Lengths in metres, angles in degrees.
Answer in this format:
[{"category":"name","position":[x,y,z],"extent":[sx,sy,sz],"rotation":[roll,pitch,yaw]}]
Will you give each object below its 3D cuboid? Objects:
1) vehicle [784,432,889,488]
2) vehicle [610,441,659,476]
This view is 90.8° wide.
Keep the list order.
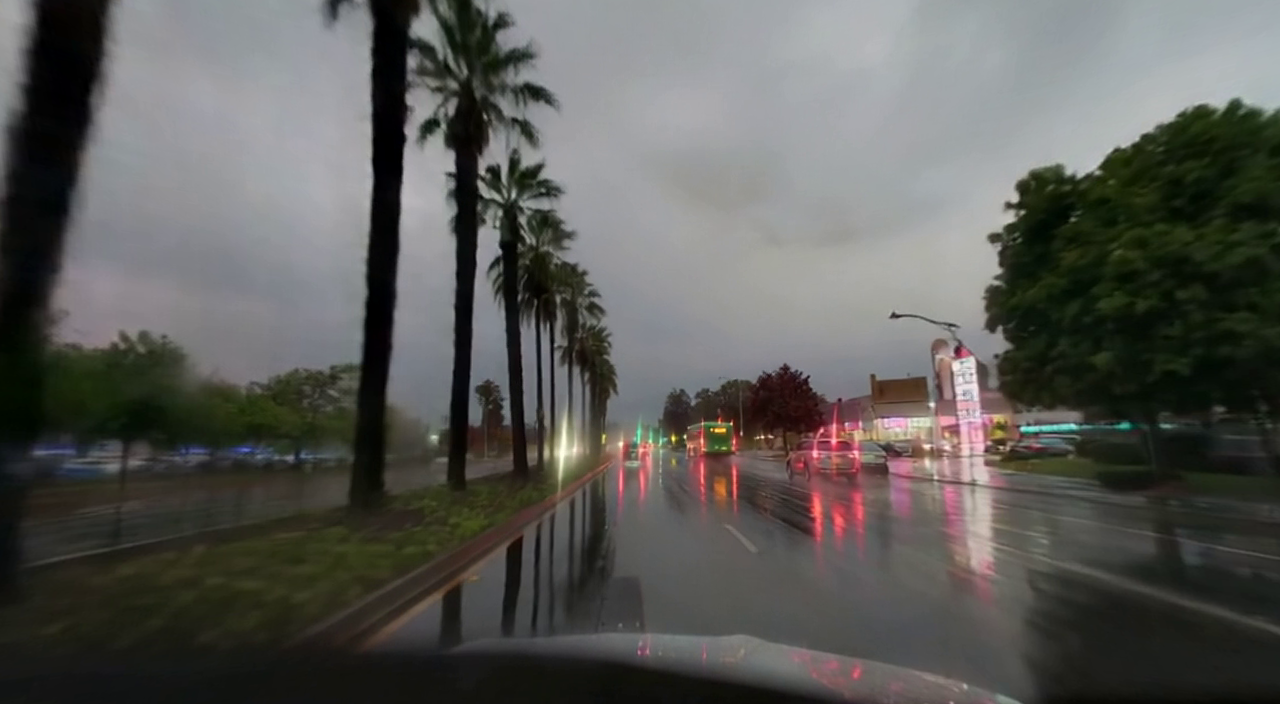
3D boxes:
[{"category":"vehicle","position":[6.319,3.534,20.898],"extent":[2.031,1.670,4.154],"rotation":[0,-9,-1]},{"category":"vehicle","position":[-0.221,4.872,29.181],"extent":[2.065,1.477,4.306],"rotation":[0,-9,1]}]
